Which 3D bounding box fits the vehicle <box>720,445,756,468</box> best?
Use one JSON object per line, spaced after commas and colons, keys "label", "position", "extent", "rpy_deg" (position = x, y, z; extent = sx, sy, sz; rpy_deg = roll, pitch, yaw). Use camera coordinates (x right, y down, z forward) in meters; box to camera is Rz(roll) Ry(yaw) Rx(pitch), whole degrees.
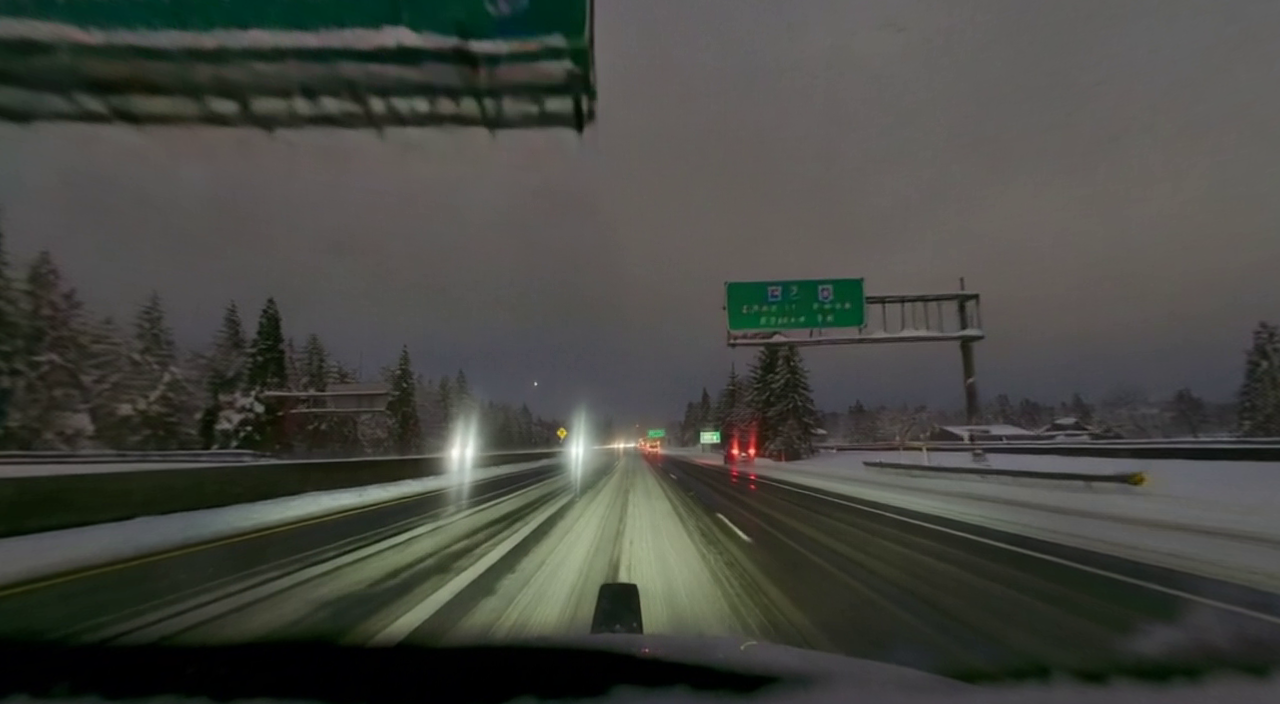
{"label": "vehicle", "position": [7.190, 7.672, 46.686], "extent": [1.958, 1.498, 4.447], "rpy_deg": [0, -7, 0]}
